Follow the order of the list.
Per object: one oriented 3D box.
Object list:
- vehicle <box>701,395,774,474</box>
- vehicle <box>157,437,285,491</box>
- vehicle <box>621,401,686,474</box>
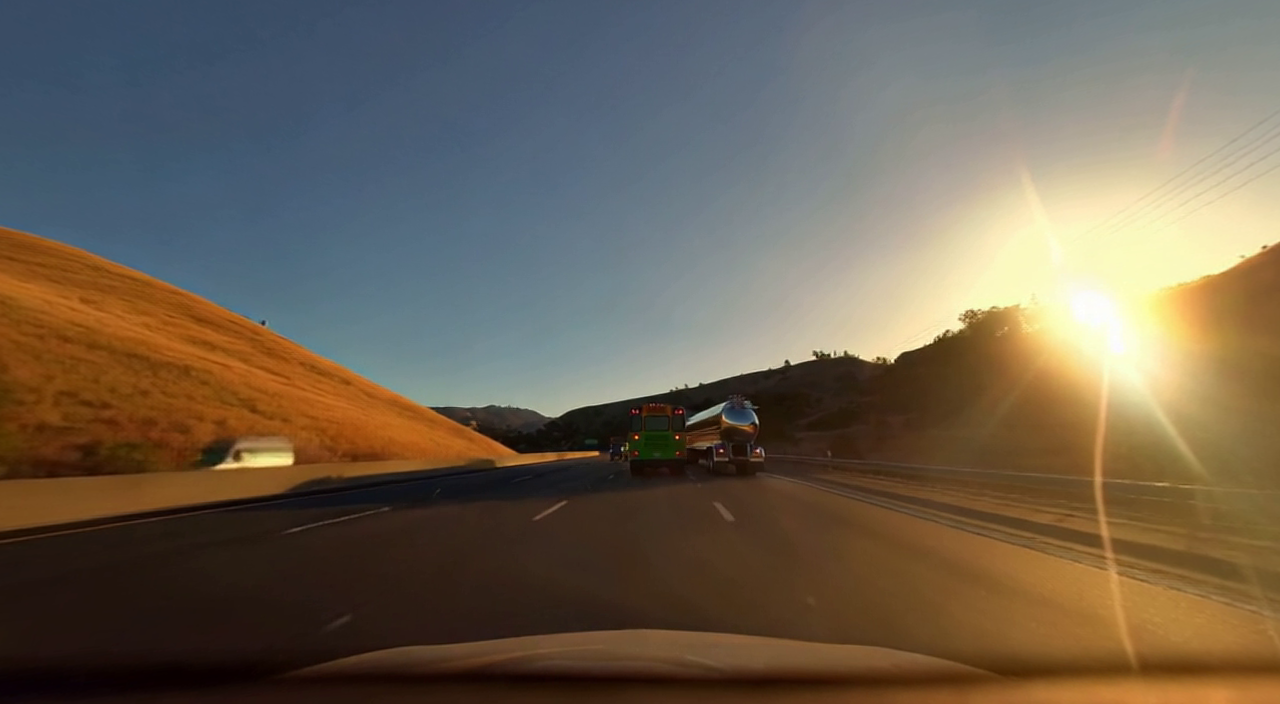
[{"bbox_3d":[4.898,4.364,33.113,2.716,3.705,7.018,0,-8,0],"label":"vehicle"},{"bbox_3d":[-21.045,5.626,32.115,2.252,2.460,5.895,0,-8,2],"label":"vehicle"},{"bbox_3d":[0.810,4.605,33.682,2.948,3.265,10.569,0,-8,2],"label":"vehicle"}]
